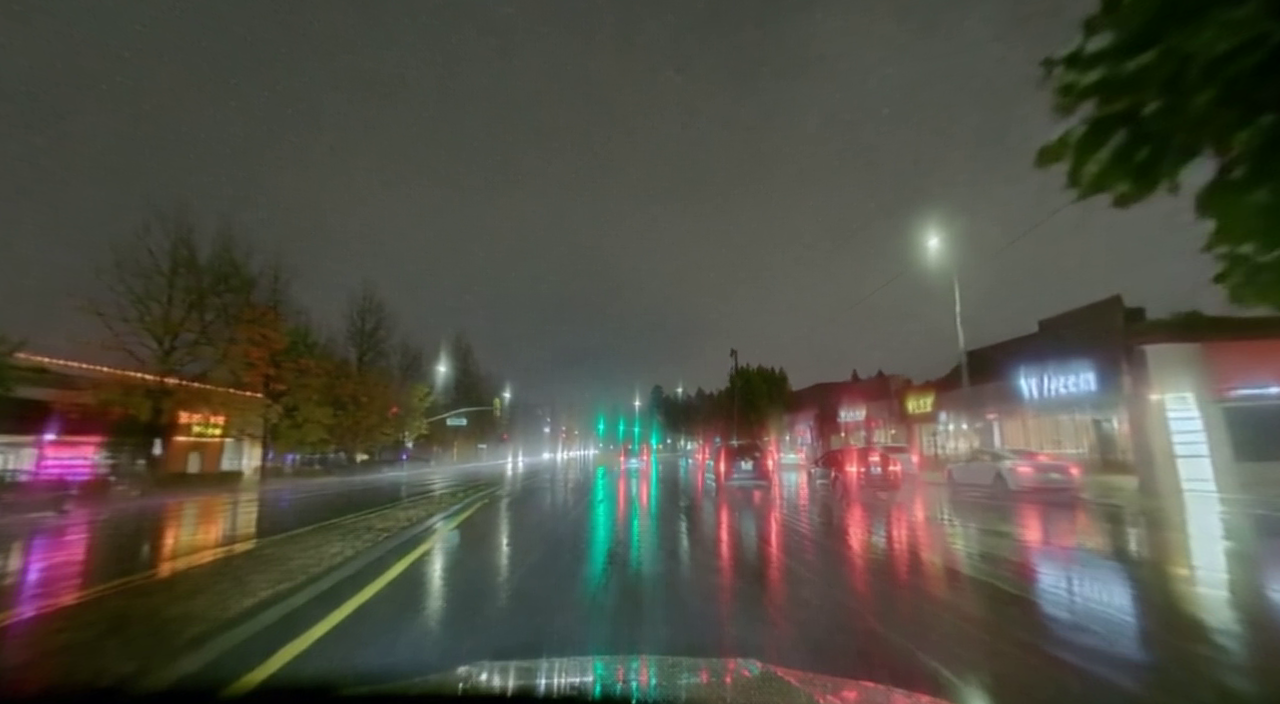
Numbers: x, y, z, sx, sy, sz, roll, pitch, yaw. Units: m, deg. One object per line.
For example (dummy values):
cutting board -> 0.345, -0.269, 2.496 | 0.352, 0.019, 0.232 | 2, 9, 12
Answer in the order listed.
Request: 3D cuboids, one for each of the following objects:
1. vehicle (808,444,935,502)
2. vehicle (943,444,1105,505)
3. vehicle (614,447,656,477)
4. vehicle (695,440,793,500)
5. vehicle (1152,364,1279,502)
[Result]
vehicle -> 6.591, 3.475, 18.630 | 1.952, 1.449, 4.544 | 0, -9, -1
vehicle -> 10.597, 3.378, 17.850 | 2.000, 1.514, 3.811 | 0, -9, -4
vehicle -> -0.275, 5.653, 32.741 | 2.052, 1.461, 4.324 | 0, -9, -1
vehicle -> 2.948, 3.467, 19.017 | 2.072, 1.545, 4.578 | 0, -9, -1
vehicle -> 17.566, 2.013, 15.693 | 7.127, 3.093, 2.760 | 0, -9, 0
